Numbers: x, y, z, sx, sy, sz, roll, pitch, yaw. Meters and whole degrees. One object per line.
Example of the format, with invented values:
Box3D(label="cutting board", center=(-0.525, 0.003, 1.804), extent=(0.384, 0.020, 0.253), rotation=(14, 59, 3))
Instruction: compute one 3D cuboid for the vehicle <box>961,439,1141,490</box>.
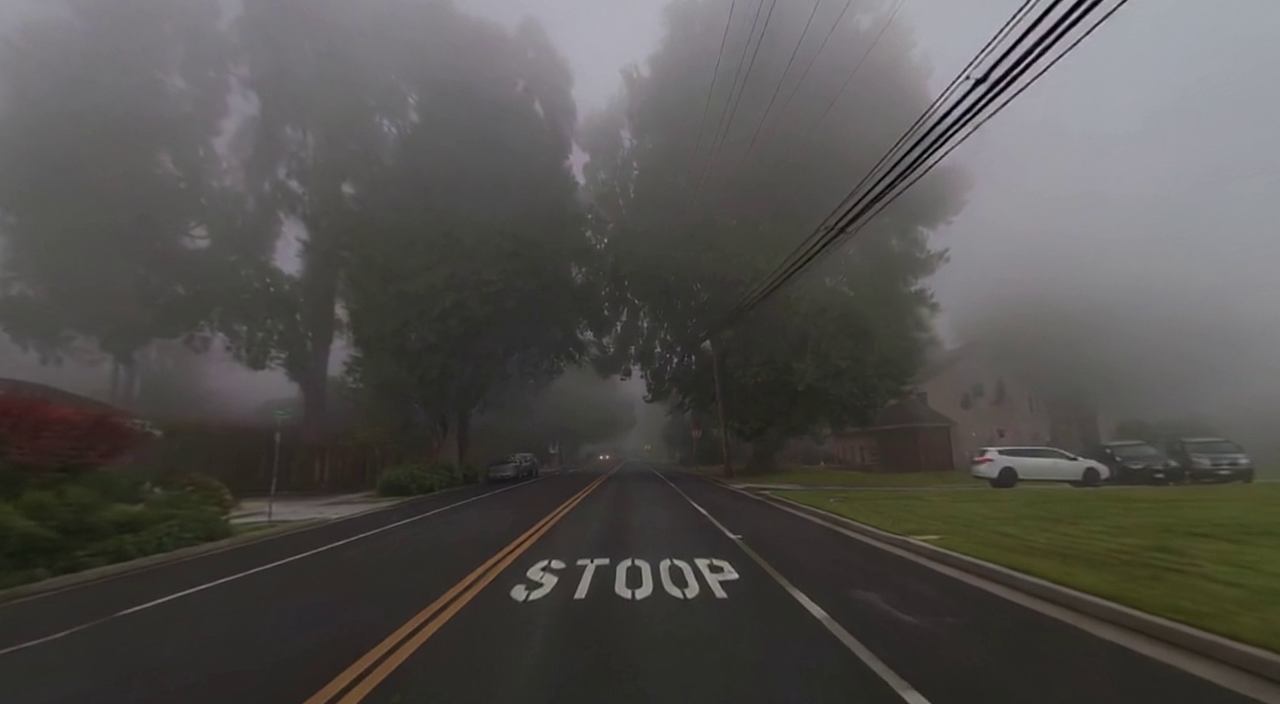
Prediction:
Box3D(label="vehicle", center=(13.713, 3.754, 21.308), extent=(4.624, 1.420, 2.045), rotation=(-2, -8, -3))

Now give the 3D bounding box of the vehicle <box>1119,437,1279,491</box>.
Box3D(label="vehicle", center=(19.110, 3.716, 21.233), extent=(4.362, 1.480, 1.903), rotation=(-3, -7, 0))

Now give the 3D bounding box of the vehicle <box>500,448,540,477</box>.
Box3D(label="vehicle", center=(-8.223, 7.566, 43.575), extent=(2.002, 1.747, 4.466), rotation=(-1, -8, -1))
